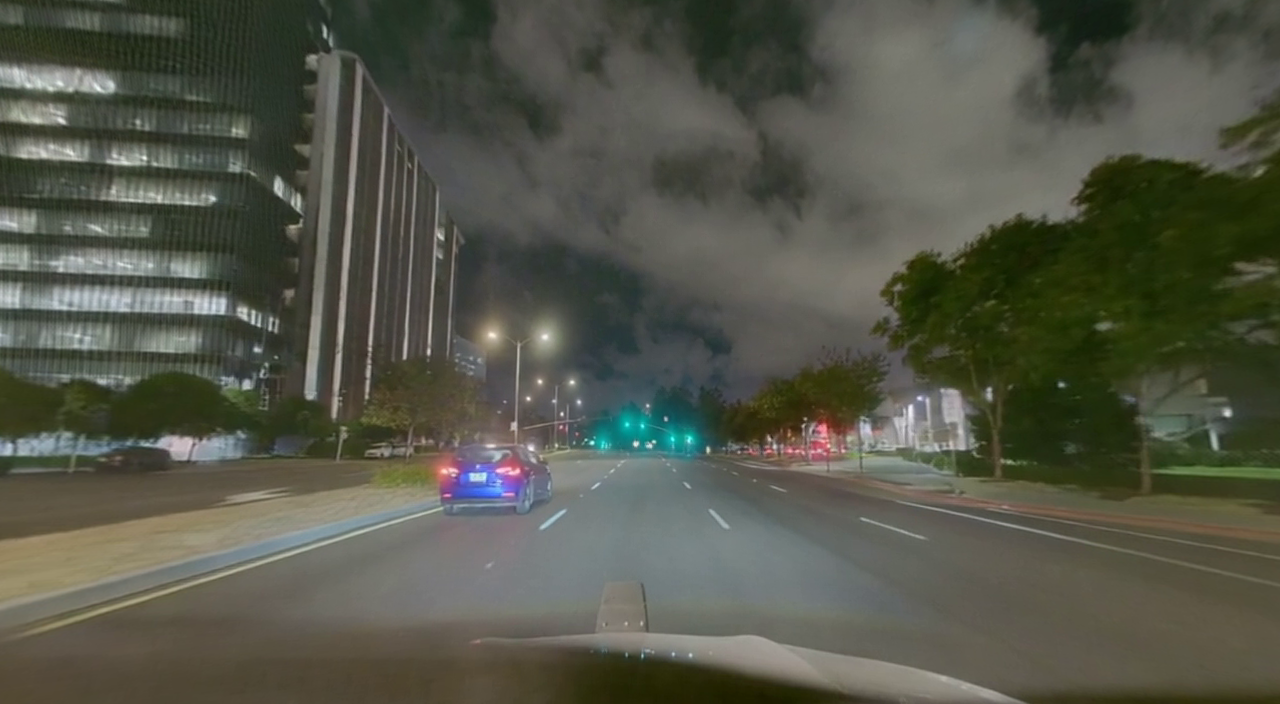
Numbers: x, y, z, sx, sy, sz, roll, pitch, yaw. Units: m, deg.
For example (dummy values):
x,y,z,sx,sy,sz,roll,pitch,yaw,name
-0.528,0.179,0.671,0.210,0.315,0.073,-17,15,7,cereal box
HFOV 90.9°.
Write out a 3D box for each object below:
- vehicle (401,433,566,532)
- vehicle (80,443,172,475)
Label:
x,y,z,sx,sy,sz,roll,pitch,yaw,name
-2.824,2.444,12.534,2.009,1.489,4.543,-3,-8,1,vehicle
-27.734,5.745,34.238,1.940,1.531,5.040,2,-8,-16,vehicle
